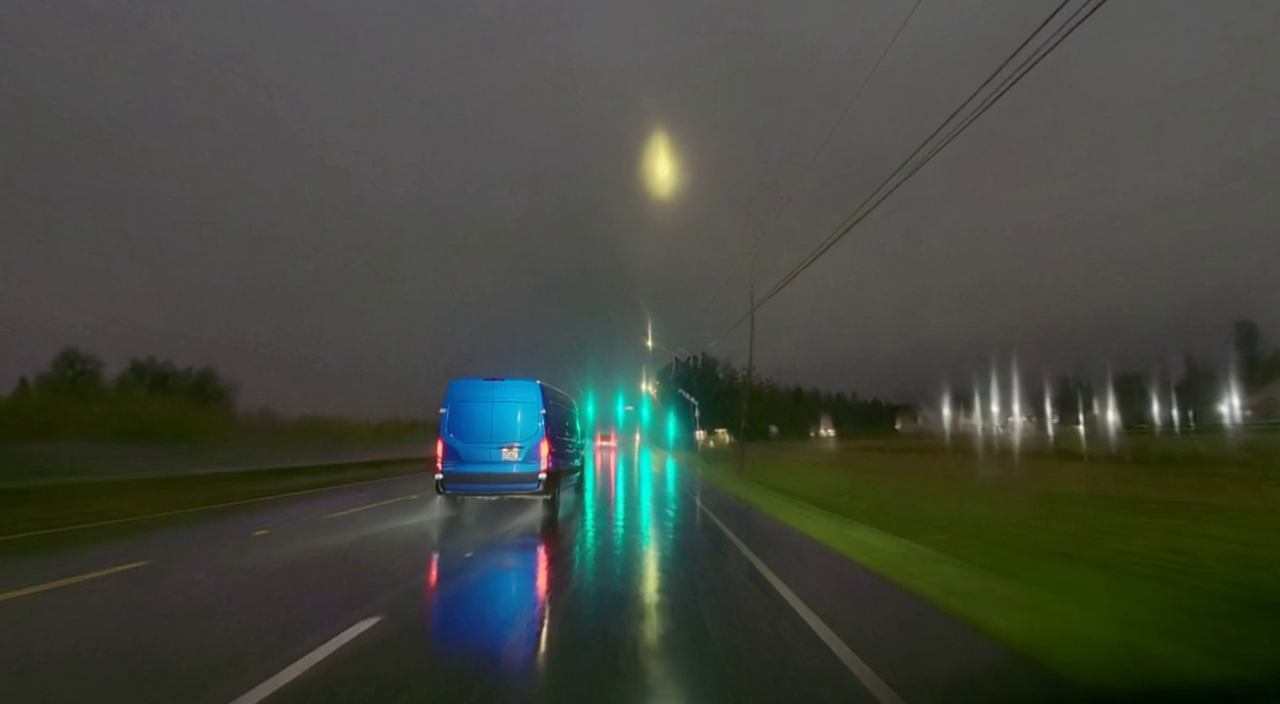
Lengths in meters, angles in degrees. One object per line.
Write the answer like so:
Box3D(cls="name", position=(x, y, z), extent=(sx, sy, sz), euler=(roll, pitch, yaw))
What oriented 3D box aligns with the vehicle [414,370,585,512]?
Box3D(cls="vehicle", position=(-2.880, 2.080, 14.816), extent=(2.497, 2.628, 6.016), euler=(0, -8, 1))
